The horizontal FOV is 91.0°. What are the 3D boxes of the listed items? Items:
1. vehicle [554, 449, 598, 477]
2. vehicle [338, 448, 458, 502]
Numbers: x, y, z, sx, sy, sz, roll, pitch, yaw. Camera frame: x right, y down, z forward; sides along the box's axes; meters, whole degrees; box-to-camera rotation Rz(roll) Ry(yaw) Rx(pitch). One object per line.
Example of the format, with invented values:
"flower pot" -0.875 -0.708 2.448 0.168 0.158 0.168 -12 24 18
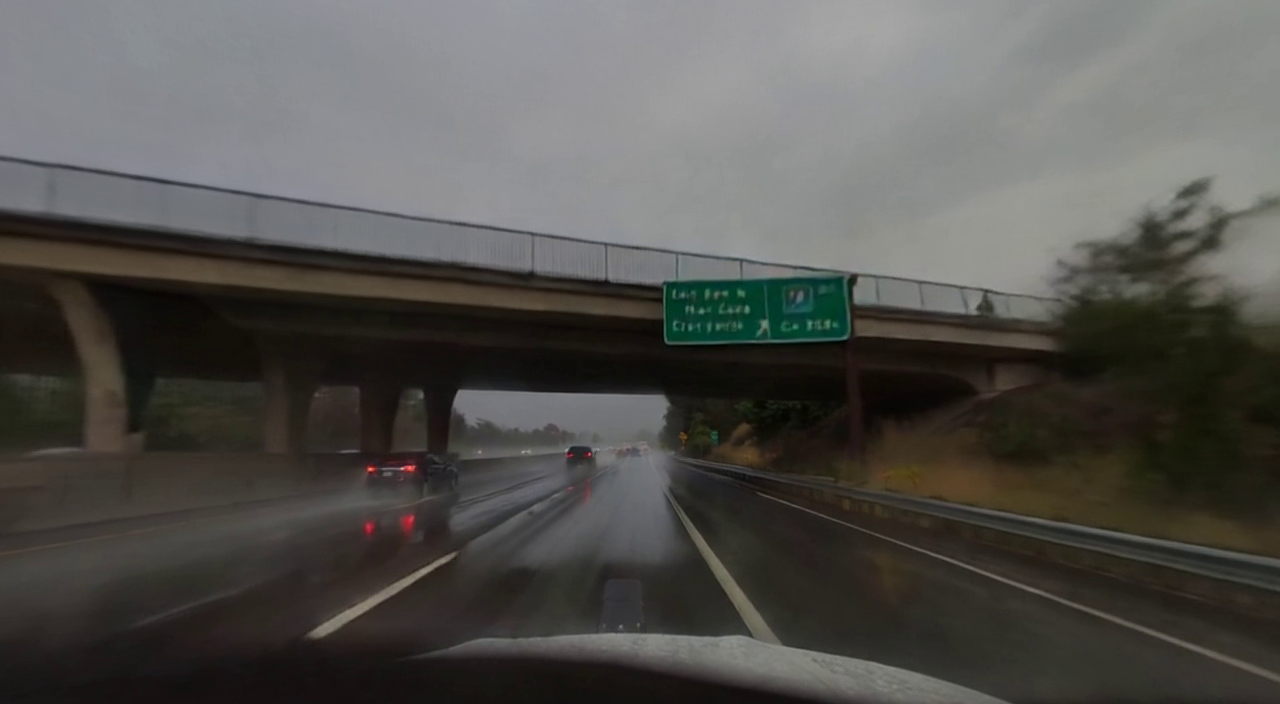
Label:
"vehicle" -3.715 6.544 37.372 2.102 1.571 4.666 0 -9 1
"vehicle" -7.653 3.907 20.481 2.002 1.507 4.631 0 -9 1
